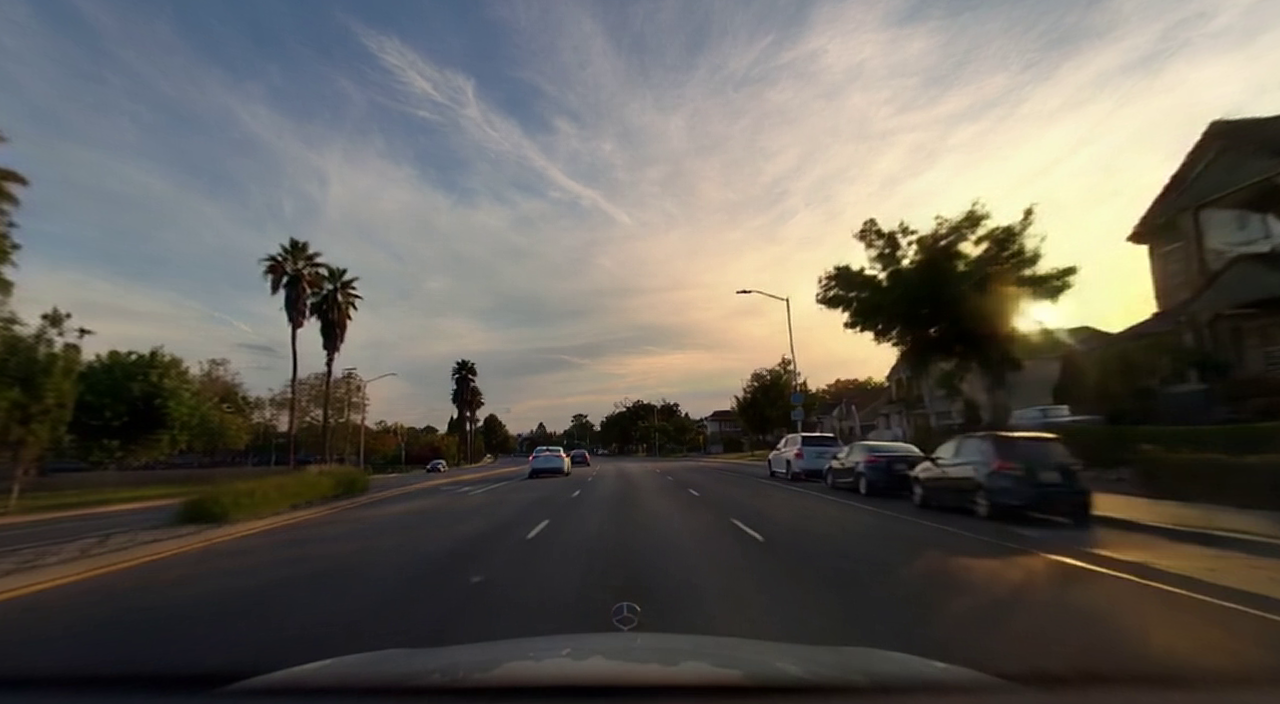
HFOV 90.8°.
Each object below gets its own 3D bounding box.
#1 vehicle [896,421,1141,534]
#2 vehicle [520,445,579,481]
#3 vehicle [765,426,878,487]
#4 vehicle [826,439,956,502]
[{"bbox_3d":[6.672,2.241,11.865,1.962,1.725,4.257,0,-8,1],"label":"vehicle"},{"bbox_3d":[-3.937,4.904,28.254,2.108,1.475,4.555,0,-8,-1],"label":"vehicle"},{"bbox_3d":[6.618,3.917,23.958,2.418,2.004,6.128,0,-8,0],"label":"vehicle"},{"bbox_3d":[6.803,3.234,17.683,1.814,1.521,4.215,0,-8,-2],"label":"vehicle"}]
